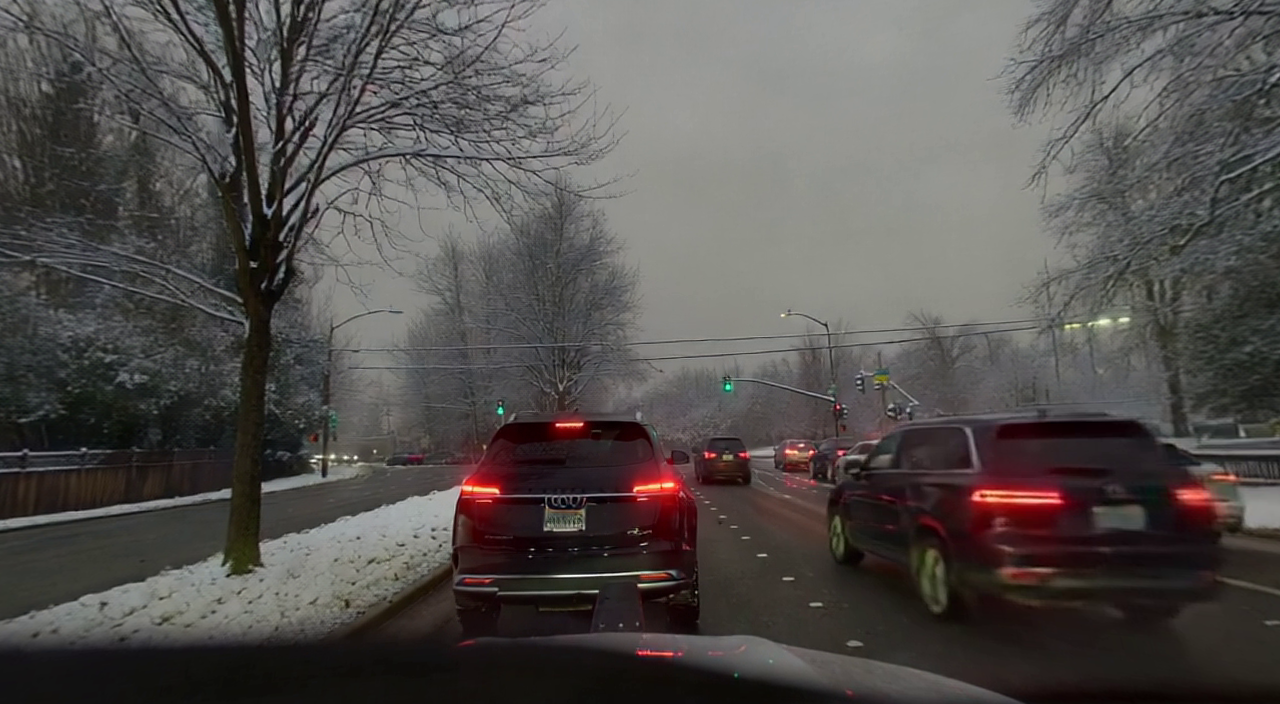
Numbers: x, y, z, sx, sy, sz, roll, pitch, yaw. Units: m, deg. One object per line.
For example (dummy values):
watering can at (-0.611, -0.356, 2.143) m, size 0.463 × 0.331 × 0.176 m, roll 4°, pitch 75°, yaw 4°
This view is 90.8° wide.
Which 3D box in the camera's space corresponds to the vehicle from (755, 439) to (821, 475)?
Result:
vehicle at (6.626, 4.771, 28.845) m, size 1.917 × 1.489 × 4.625 m, roll 0°, pitch -8°, yaw 0°

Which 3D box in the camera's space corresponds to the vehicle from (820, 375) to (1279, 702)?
vehicle at (3.234, 1.286, 5.536) m, size 1.963 × 1.682 × 4.407 m, roll 0°, pitch -9°, yaw 0°

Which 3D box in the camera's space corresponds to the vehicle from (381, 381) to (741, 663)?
vehicle at (-0.433, 1.354, 6.088) m, size 2.201 × 1.709 × 4.271 m, roll 0°, pitch -9°, yaw 1°

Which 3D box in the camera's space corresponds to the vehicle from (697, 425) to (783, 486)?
vehicle at (3.355, 3.619, 22.310) m, size 2.200 × 1.909 × 4.853 m, roll 0°, pitch -9°, yaw -1°
